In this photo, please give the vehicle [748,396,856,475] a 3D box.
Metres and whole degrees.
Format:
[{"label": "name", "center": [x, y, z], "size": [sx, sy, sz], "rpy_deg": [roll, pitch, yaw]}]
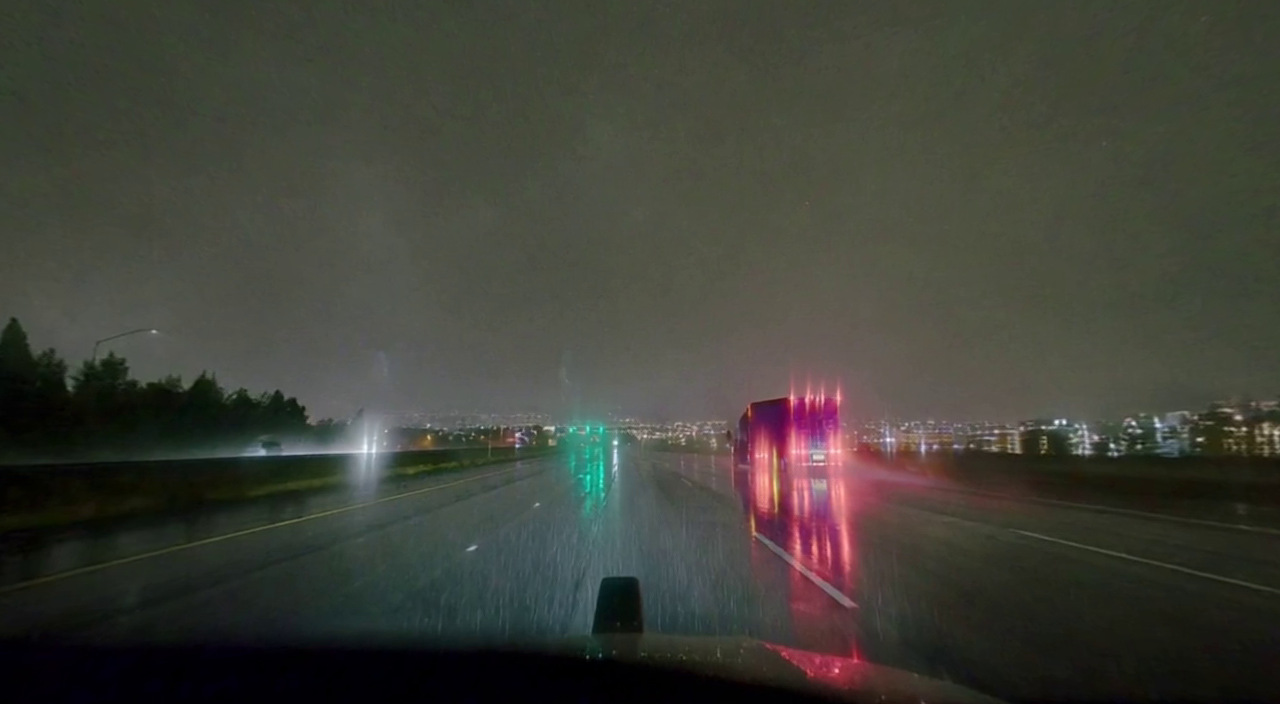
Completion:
[{"label": "vehicle", "center": [6.847, 3.787, 27.965], "size": [2.627, 3.011, 7.287], "rpy_deg": [0, -9, -1]}]
